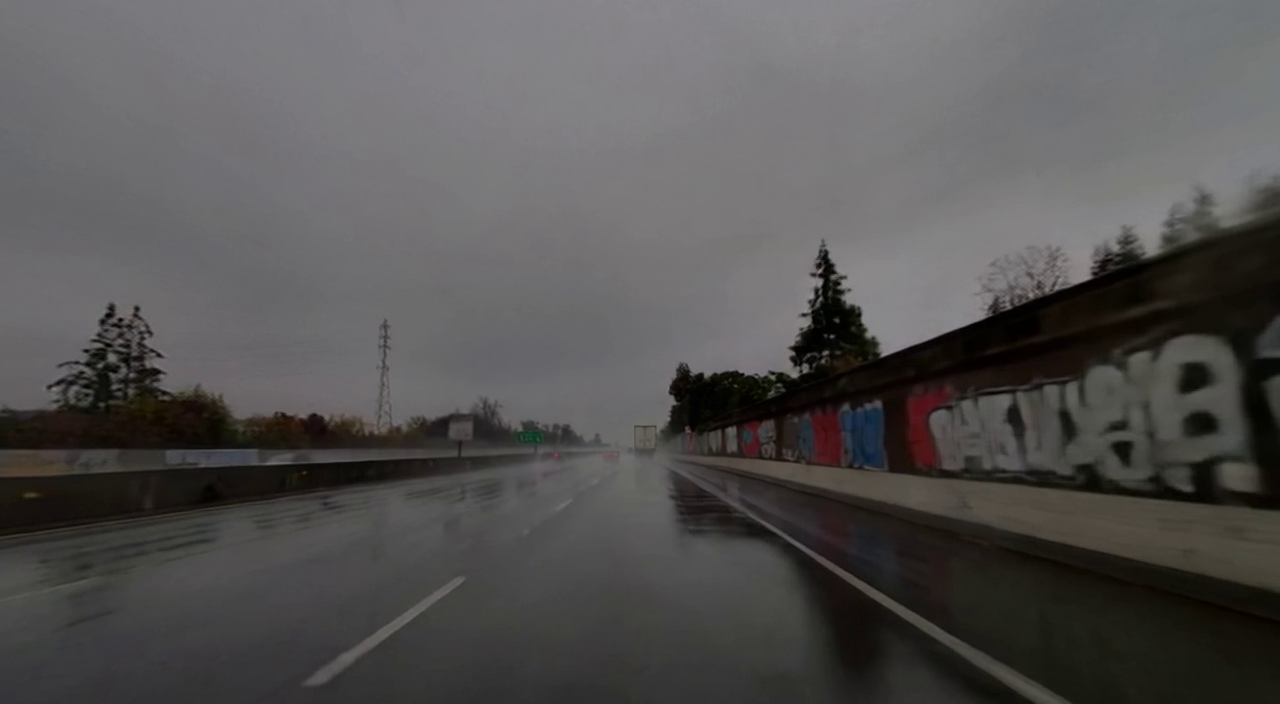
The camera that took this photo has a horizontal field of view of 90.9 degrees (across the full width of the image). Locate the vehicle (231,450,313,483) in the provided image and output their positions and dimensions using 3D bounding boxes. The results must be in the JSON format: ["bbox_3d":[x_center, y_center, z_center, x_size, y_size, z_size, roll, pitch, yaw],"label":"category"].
[{"bbox_3d":[-22.031,6.838,37.941,1.991,1.806,4.811,0,-9,0],"label":"vehicle"}]

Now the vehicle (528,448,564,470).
[{"bbox_3d":[-6.556,7.497,44.339,2.027,1.431,3.033,0,-9,1],"label":"vehicle"}]
